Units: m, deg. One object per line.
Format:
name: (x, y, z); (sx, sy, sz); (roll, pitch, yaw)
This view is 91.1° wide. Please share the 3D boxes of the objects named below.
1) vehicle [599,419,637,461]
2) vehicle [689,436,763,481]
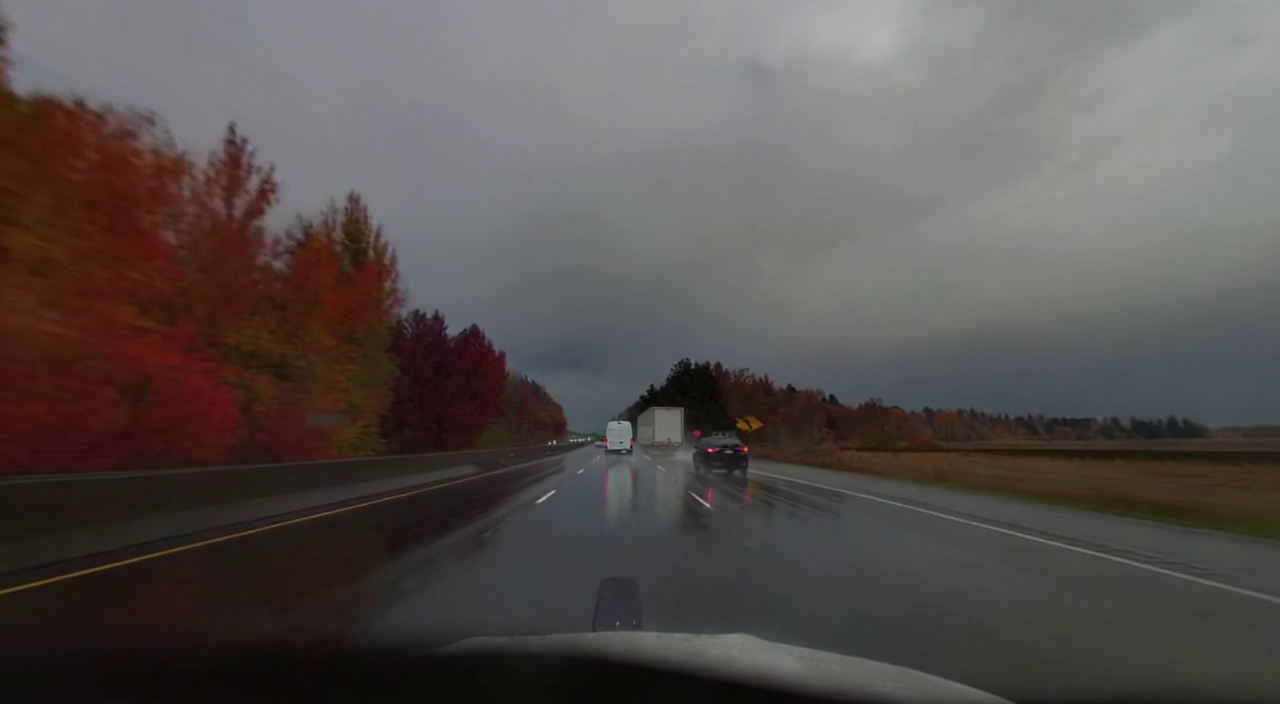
vehicle: (-1.423, 5.834, 41.838); (2.389, 2.637, 5.437); (0, -8, -1)
vehicle: (3.082, 3.883, 23.425); (1.962, 1.508, 4.363); (0, -8, -2)
